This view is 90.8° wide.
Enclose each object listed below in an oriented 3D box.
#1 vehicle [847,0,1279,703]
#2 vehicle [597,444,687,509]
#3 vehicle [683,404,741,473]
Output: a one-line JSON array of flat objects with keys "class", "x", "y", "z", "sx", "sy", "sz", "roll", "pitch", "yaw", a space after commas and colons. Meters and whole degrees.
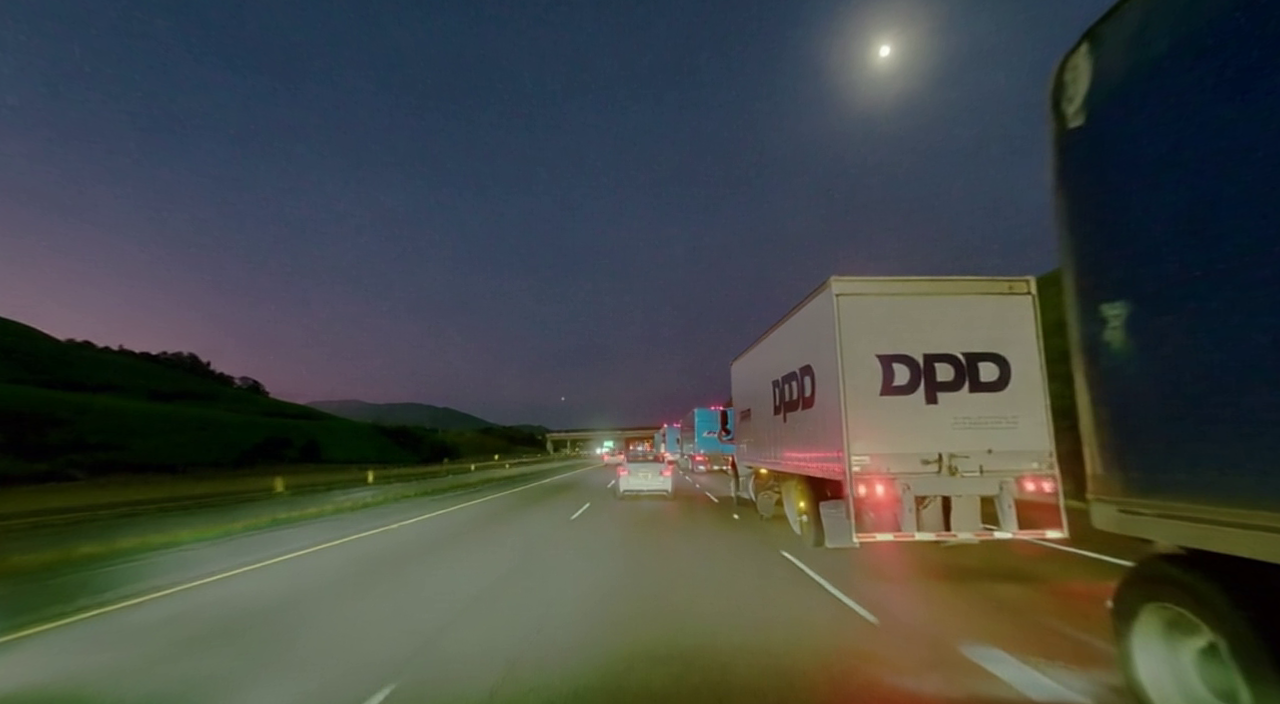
[{"class": "vehicle", "x": 4.135, "y": 0.028, "z": 3.972, "sx": 2.802, "sy": 3.956, "sz": 8.291, "roll": 0, "pitch": -9, "yaw": 0}, {"class": "vehicle", "x": 0.046, "y": 3.114, "z": 16.150, "sx": 2.029, "sy": 1.437, "sz": 3.794, "roll": 0, "pitch": -9, "yaw": 0}, {"class": "vehicle", "x": 4.569, "y": 5.785, "z": 41.777, "sx": 2.801, "sy": 4.039, "sz": 8.684, "roll": 0, "pitch": -9, "yaw": 0}]
